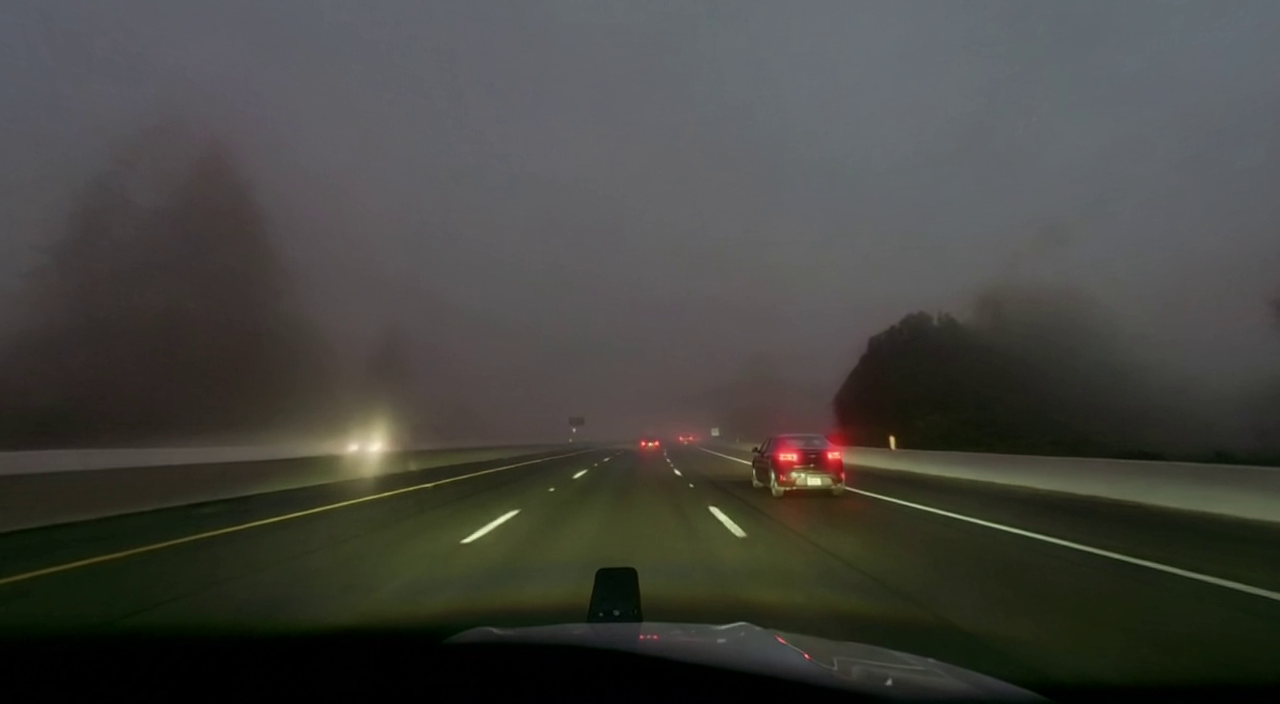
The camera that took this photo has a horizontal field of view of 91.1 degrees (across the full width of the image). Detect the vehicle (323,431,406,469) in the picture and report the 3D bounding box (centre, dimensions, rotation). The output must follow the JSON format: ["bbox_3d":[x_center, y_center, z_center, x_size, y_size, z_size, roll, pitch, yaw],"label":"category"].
[{"bbox_3d":[-14.456,5.154,33.357,2.211,1.875,4.704,0,-8,1],"label":"vehicle"}]
